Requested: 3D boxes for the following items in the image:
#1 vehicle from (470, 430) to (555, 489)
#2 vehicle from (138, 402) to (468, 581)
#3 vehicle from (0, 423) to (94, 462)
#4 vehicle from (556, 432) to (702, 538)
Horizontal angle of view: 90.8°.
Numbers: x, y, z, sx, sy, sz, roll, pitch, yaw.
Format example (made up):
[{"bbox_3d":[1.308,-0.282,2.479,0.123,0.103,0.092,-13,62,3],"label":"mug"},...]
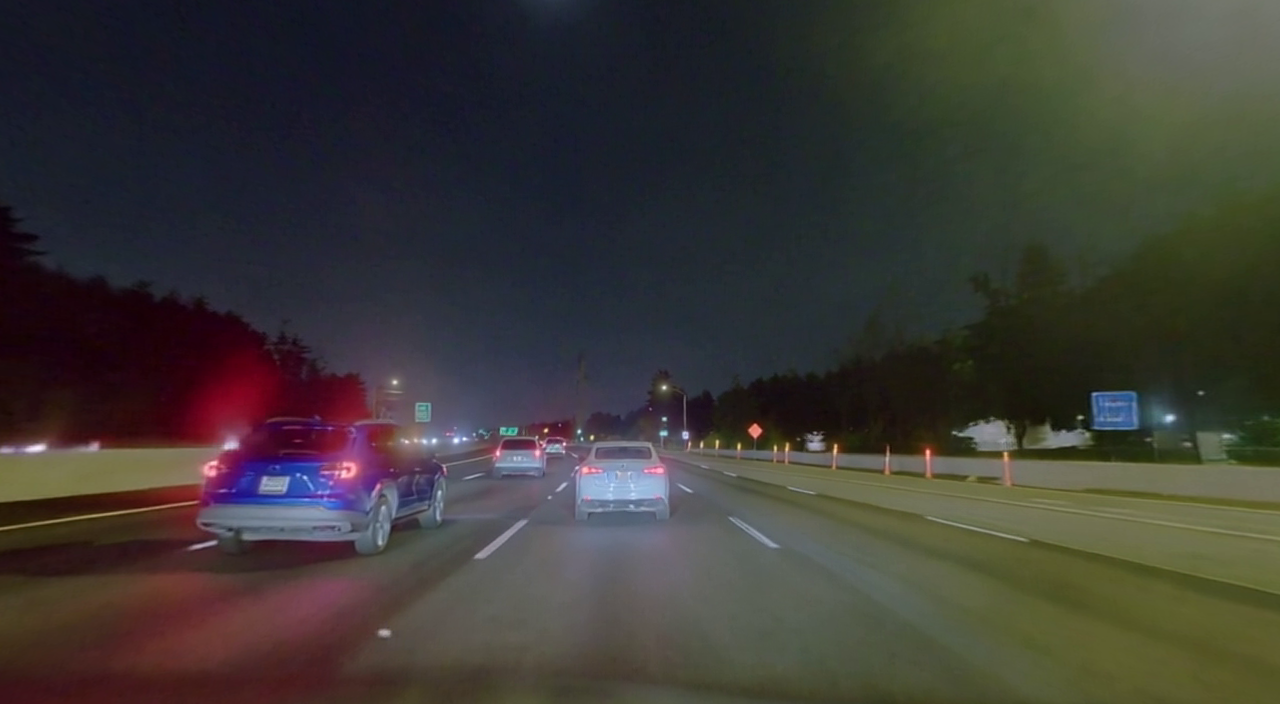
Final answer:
[{"bbox_3d":[-4.083,3.523,20.945,1.982,1.727,4.057,0,-9,-1],"label":"vehicle"},{"bbox_3d":[-3.812,1.652,8.210,2.025,1.708,4.089,0,-9,0],"label":"vehicle"},{"bbox_3d":[-29.030,4.328,30.129,2.033,1.675,4.577,1,-9,-4],"label":"vehicle"},{"bbox_3d":[-0.218,2.187,11.011,2.069,1.484,3.982,0,-9,-2],"label":"vehicle"}]
